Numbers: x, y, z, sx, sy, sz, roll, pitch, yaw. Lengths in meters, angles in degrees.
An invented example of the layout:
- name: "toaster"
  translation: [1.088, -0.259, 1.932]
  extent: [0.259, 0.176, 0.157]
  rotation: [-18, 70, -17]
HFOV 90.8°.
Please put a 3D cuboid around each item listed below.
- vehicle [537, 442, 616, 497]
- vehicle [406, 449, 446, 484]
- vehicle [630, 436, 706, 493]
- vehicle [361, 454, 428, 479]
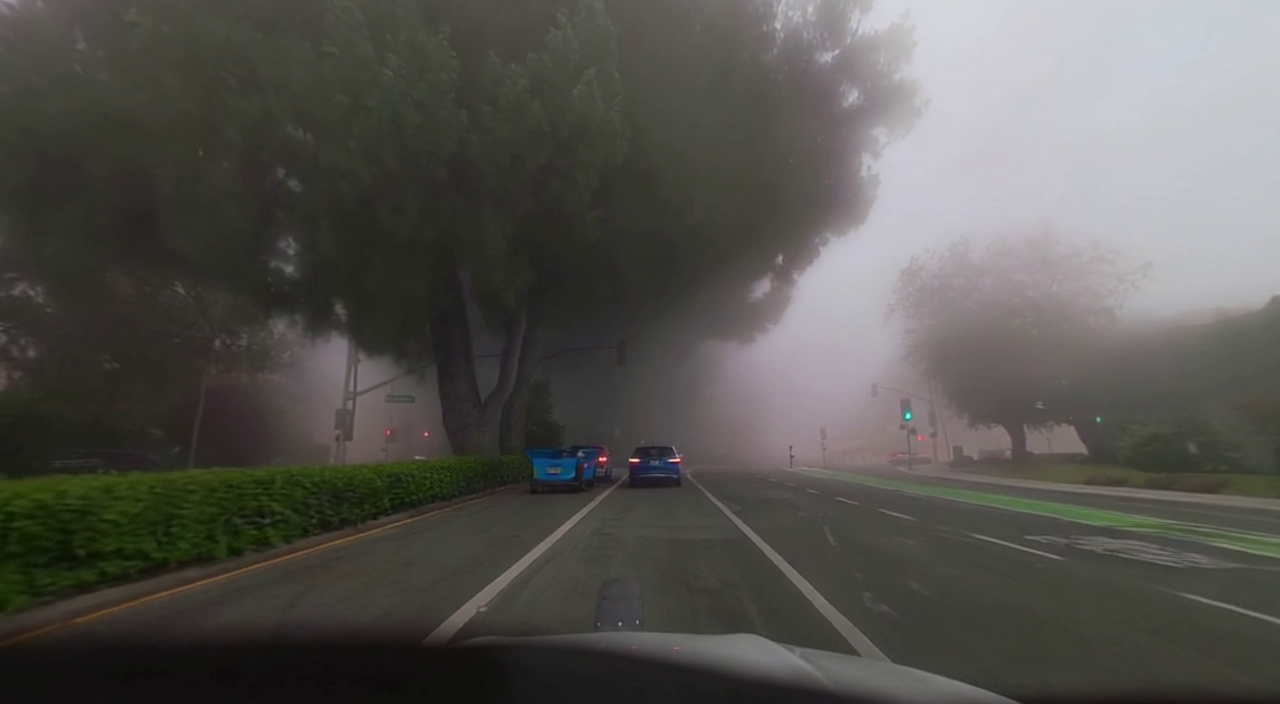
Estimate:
- name: "vehicle"
  translation: [-1.829, 3.555, 19.448]
  extent: [1.923, 1.498, 3.887]
  rotation: [0, -9, 2]
- name: "vehicle"
  translation: [-12.283, 6.546, 36.482]
  extent: [2.005, 1.702, 4.697]
  rotation: [0, -8, -16]
- name: "vehicle"
  translation: [0.881, 3.733, 21.293]
  extent: [2.286, 1.701, 4.395]
  rotation: [0, -9, 1]
- name: "vehicle"
  translation: [-18.288, 8.513, 47.095]
  extent: [4.685, 1.746, 2.095]
  rotation: [-5, -10, 30]
